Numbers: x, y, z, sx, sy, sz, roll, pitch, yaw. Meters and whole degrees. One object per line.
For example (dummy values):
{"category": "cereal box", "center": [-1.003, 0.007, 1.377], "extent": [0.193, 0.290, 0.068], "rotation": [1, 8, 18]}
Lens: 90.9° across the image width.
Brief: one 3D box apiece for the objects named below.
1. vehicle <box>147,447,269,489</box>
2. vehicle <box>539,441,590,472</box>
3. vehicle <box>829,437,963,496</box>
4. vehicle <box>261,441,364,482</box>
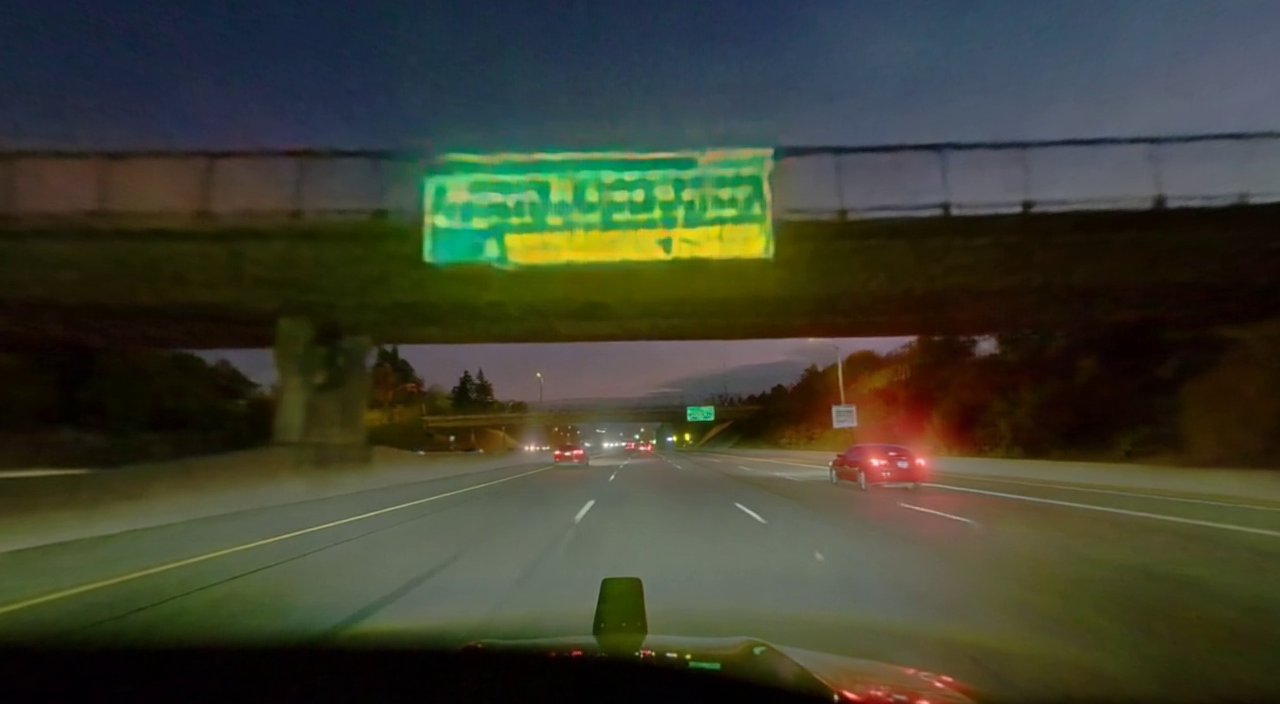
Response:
{"category": "vehicle", "center": [-17.617, 4.726, 26.055], "extent": [1.869, 1.534, 4.489], "rotation": [0, -8, -1]}
{"category": "vehicle", "center": [-3.993, 5.592, 34.070], "extent": [2.085, 1.533, 4.861], "rotation": [0, -8, 1]}
{"category": "vehicle", "center": [7.156, 3.237, 18.238], "extent": [1.914, 1.465, 4.574], "rotation": [0, -8, 0]}
{"category": "vehicle", "center": [-13.632, 4.565, 26.613], "extent": [1.943, 1.583, 4.396], "rotation": [0, -8, 1]}
